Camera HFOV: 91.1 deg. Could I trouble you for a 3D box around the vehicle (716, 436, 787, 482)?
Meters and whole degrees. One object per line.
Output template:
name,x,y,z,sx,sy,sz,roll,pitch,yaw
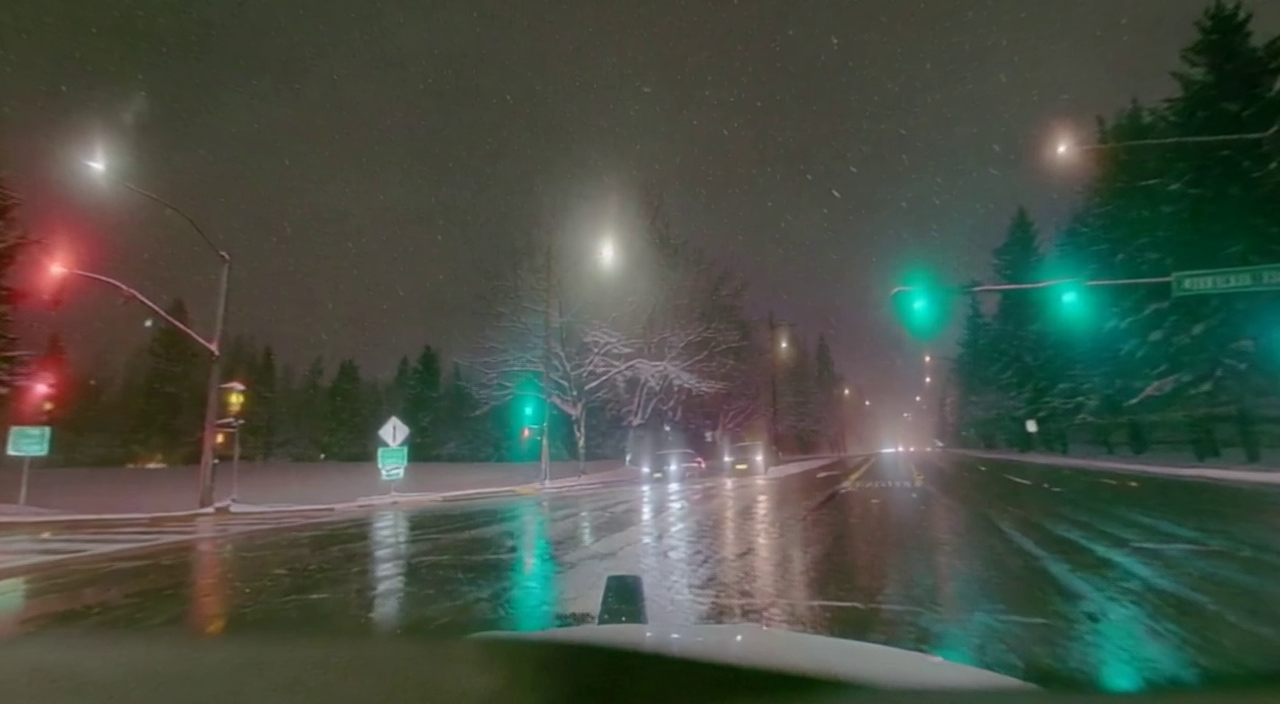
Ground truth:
vehicle,4.706,4.373,25.959,2.090,1.697,4.341,-3,-9,20

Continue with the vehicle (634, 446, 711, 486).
vehicle,1.446,4.703,26.259,2.029,1.504,4.293,-3,-9,20
